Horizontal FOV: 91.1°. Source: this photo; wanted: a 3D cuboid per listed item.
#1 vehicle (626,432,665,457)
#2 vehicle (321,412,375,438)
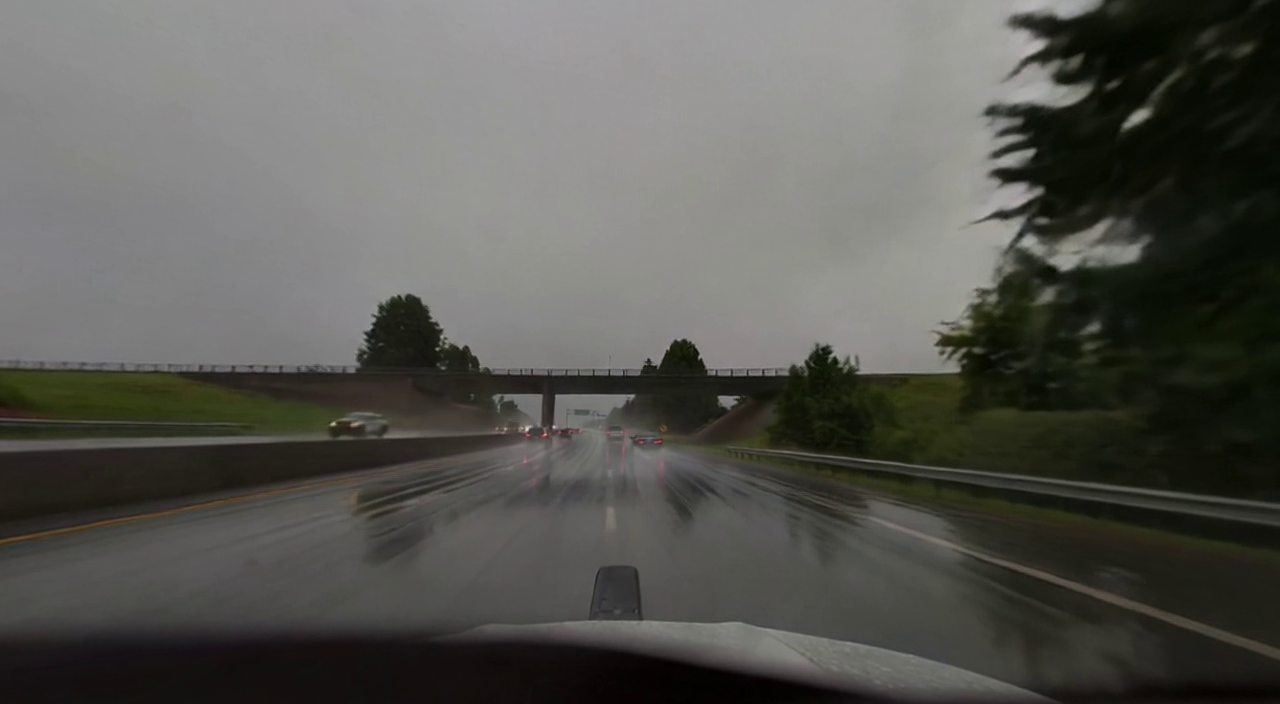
[{"bbox_3d":[0.266,5.353,36.608,1.999,1.329,3.913,1,-8,-4],"label":"vehicle"},{"bbox_3d":[-16.849,4.244,36.390,1.673,1.397,3.336,1,-8,-3],"label":"vehicle"}]
